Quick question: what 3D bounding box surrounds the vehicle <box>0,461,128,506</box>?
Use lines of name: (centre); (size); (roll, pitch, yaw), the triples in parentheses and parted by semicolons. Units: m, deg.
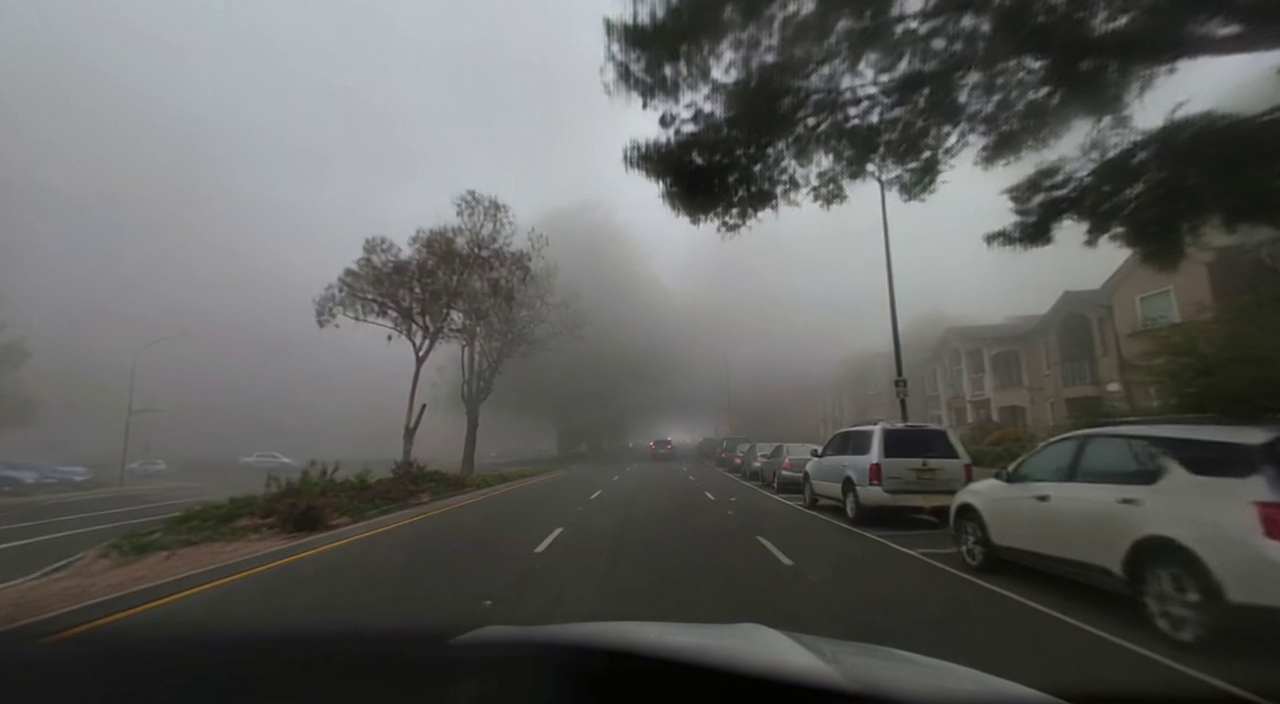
vehicle: (-23.162, 5.075, 24.779); (1.909, 1.451, 4.757); (-1, -8, 2)

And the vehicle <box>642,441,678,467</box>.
vehicle: (1.187, 6.110, 37.916); (2.011, 1.480, 4.170); (-1, -8, 2)

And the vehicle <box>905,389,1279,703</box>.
vehicle: (4.303, 1.331, 5.465); (1.949, 1.616, 4.805); (0, -8, 1)

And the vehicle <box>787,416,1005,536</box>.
vehicle: (4.347, 2.174, 11.708); (1.973, 1.749, 4.608); (0, -8, -2)
